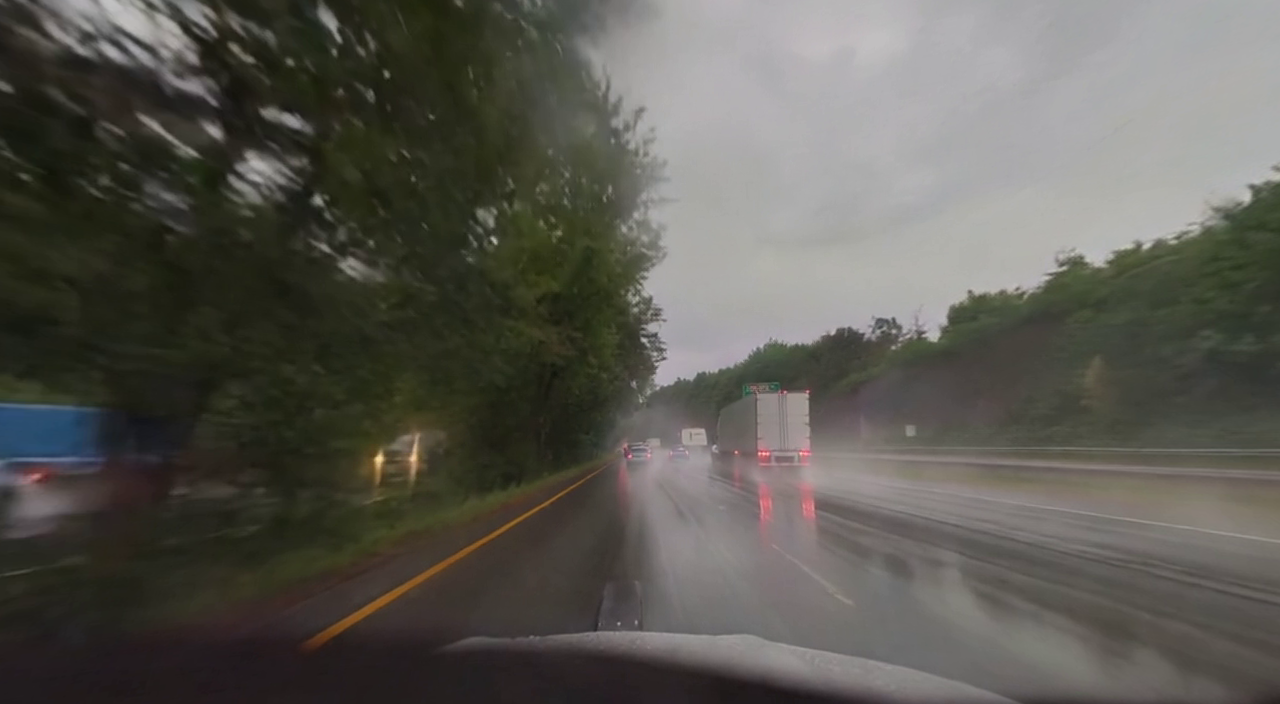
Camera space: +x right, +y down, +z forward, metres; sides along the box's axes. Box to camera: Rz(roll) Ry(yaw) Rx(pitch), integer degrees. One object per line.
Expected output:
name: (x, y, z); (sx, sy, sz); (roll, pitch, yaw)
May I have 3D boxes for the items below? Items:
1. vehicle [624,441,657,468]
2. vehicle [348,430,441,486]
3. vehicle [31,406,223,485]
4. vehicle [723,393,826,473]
vehicle: (0.038, 7.045, 43.353); (2.114, 1.706, 4.106); (0, -9, 0)
vehicle: (-12.558, 5.466, 32.717); (2.379, 2.617, 5.942); (0, -9, 0)
vehicle: (-27.774, 5.205, 34.896); (3.003, 3.784, 8.945); (0, -9, 0)
vehicle: (7.746, 5.161, 38.912); (3.044, 4.073, 14.016); (0, -9, -1)
